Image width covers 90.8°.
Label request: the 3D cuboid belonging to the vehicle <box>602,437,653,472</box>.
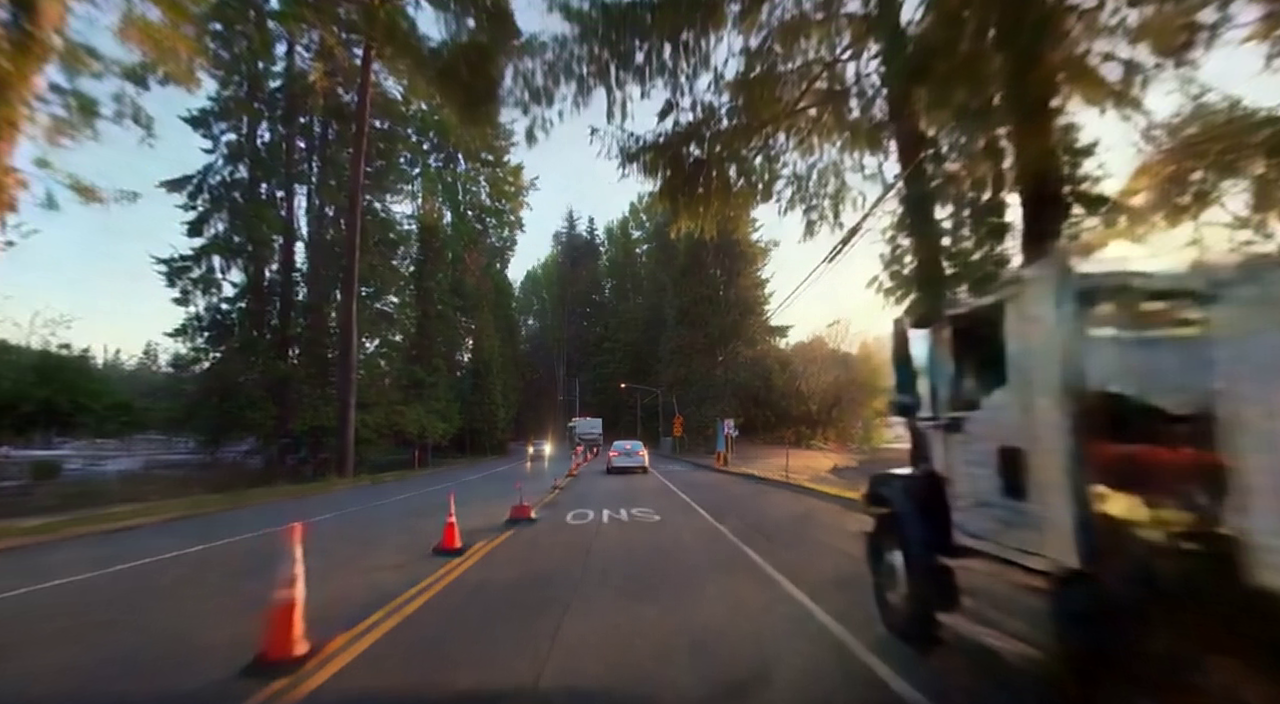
[{"bbox_3d":[-0.590,4.656,28.919,2.186,1.463,4.356,0,-8,-2],"label":"vehicle"}]

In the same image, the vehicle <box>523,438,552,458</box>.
[{"bbox_3d":[-7.890,7.435,48.992,2.019,1.492,4.091,1,-8,-7],"label":"vehicle"}]
